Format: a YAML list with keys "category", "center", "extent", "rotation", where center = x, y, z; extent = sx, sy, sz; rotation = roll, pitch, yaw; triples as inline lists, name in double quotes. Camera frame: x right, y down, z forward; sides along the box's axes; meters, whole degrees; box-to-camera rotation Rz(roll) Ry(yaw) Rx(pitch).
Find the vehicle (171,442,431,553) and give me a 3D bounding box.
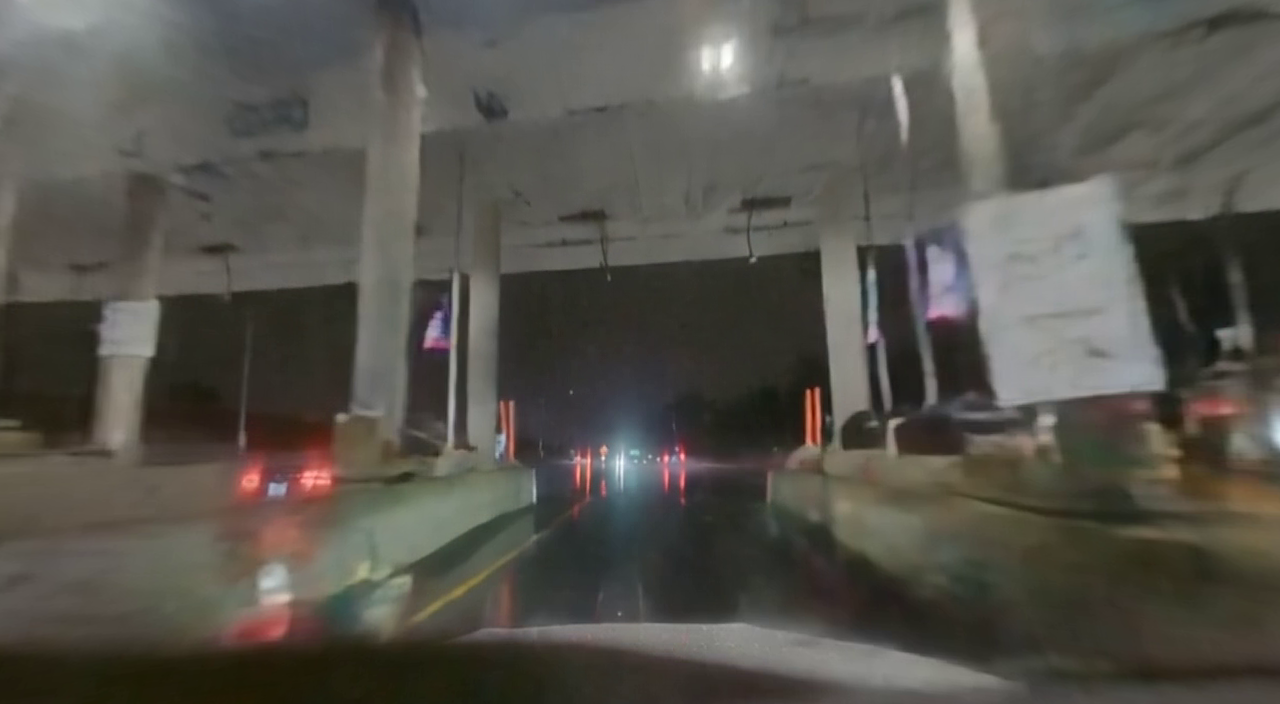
- category: "vehicle"
  center: [-5.282, 2.306, 10.699]
  extent: [1.981, 1.465, 4.334]
  rotation: [0, -9, 0]
